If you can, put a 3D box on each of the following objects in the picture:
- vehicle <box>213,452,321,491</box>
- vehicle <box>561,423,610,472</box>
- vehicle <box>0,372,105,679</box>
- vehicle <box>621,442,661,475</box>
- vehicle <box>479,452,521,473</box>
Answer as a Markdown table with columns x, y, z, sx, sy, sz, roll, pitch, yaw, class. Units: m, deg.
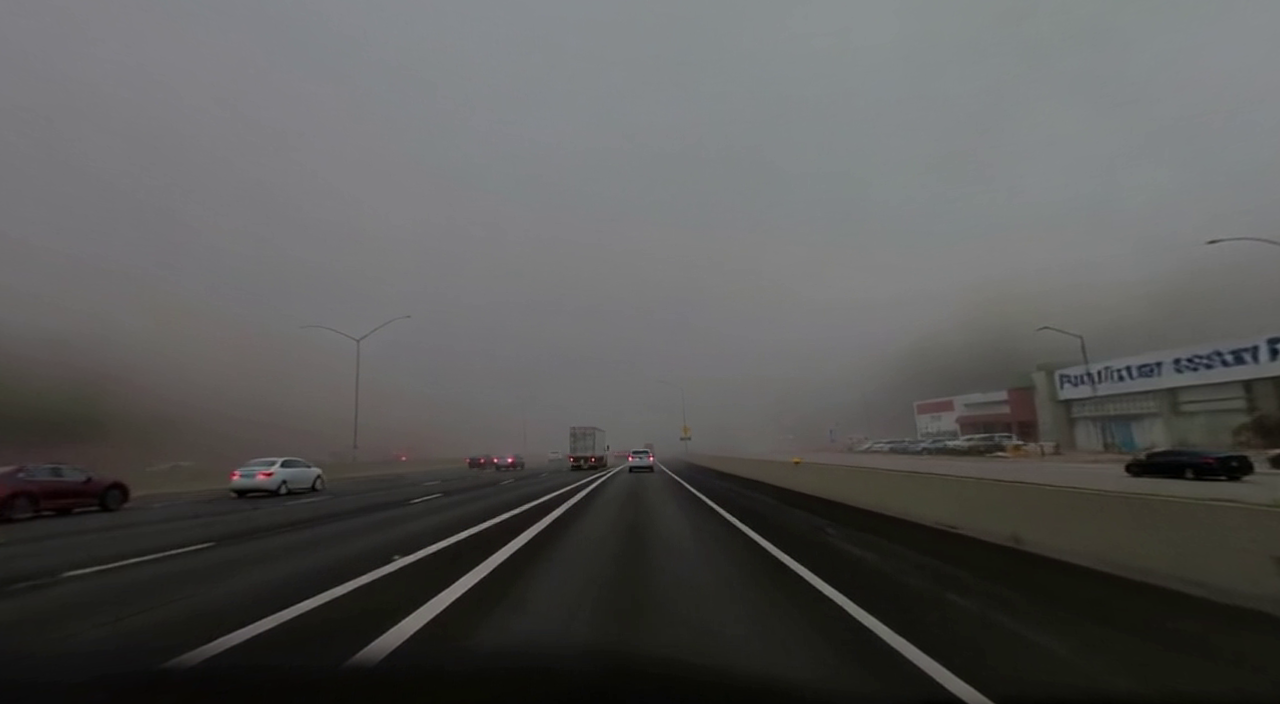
| x | y | z | sx | sy | sz | roll | pitch | yaw | class |
| --- | --- | --- | --- | --- | --- | --- | --- | --- | --- |
| -18.001 | 5.756 | 30.762 | 2.076 | 1.709 | 4.893 | -1 | -8 | 3 | vehicle |
| -4.061 | 7.395 | 49.113 | 2.796 | 3.426 | 8.553 | -1 | -8 | 2 | vehicle |
| -4.930 | 0.783 | 2.073 | 2.200 | 1.793 | 4.586 | 0 | -8 | 2 | vehicle |
| 0.088 | 6.208 | 36.989 | 2.227 | 1.794 | 4.646 | 0 | -8 | 1 | vehicle |
| -10.610 | 8.384 | 48.058 | 1.928 | 1.480 | 4.823 | -1 | -8 | 2 | vehicle |
